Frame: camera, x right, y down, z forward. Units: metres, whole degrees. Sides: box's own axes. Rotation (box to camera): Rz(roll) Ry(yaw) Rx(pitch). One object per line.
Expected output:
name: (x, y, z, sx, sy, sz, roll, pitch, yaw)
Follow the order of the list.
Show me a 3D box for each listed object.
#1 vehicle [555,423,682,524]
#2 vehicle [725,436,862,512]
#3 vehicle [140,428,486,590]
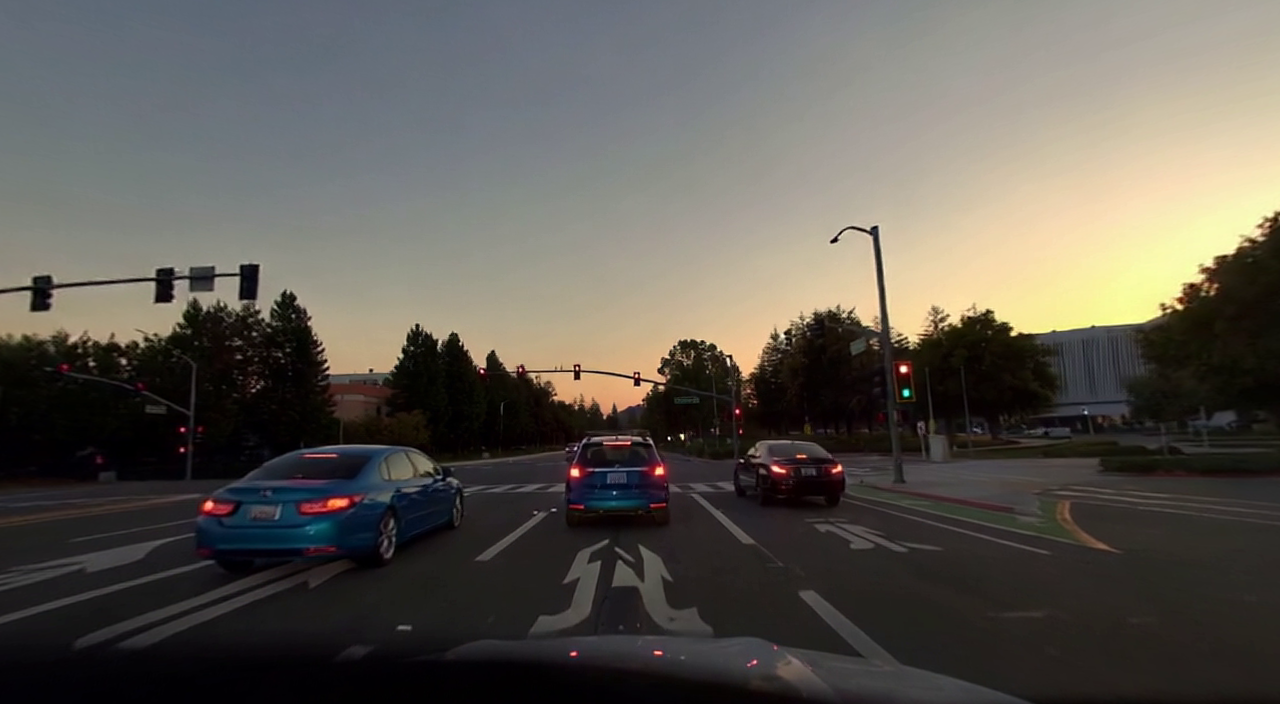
vehicle: (-0.353, 2.255, 12.208, 2.038, 1.599, 3.844, 0, -8, 0)
vehicle: (3.274, 2.694, 14.488, 1.970, 1.449, 4.433, 0, -8, -1)
vehicle: (-3.582, 1.787, 8.146, 2.052, 1.472, 4.479, 0, -8, 0)
